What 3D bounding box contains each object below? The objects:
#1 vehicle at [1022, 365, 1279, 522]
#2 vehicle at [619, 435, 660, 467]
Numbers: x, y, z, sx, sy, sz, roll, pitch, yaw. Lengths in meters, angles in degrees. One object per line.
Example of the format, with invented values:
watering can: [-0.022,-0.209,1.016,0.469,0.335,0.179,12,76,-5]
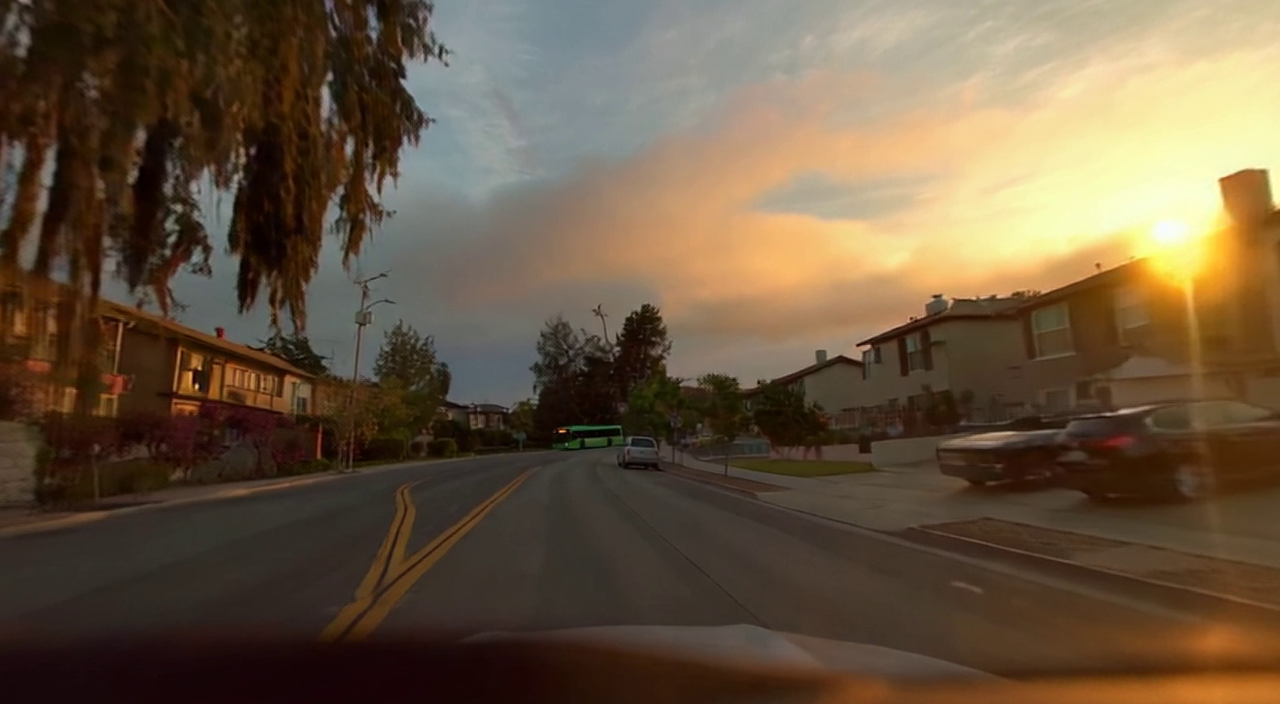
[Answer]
vehicle: [8.510,1.254,9.376,4.431,1.873,1.920,-3,-8,-8]
vehicle: [-0.097,5.313,33.992,1.984,1.601,3.994,0,-9,-3]
